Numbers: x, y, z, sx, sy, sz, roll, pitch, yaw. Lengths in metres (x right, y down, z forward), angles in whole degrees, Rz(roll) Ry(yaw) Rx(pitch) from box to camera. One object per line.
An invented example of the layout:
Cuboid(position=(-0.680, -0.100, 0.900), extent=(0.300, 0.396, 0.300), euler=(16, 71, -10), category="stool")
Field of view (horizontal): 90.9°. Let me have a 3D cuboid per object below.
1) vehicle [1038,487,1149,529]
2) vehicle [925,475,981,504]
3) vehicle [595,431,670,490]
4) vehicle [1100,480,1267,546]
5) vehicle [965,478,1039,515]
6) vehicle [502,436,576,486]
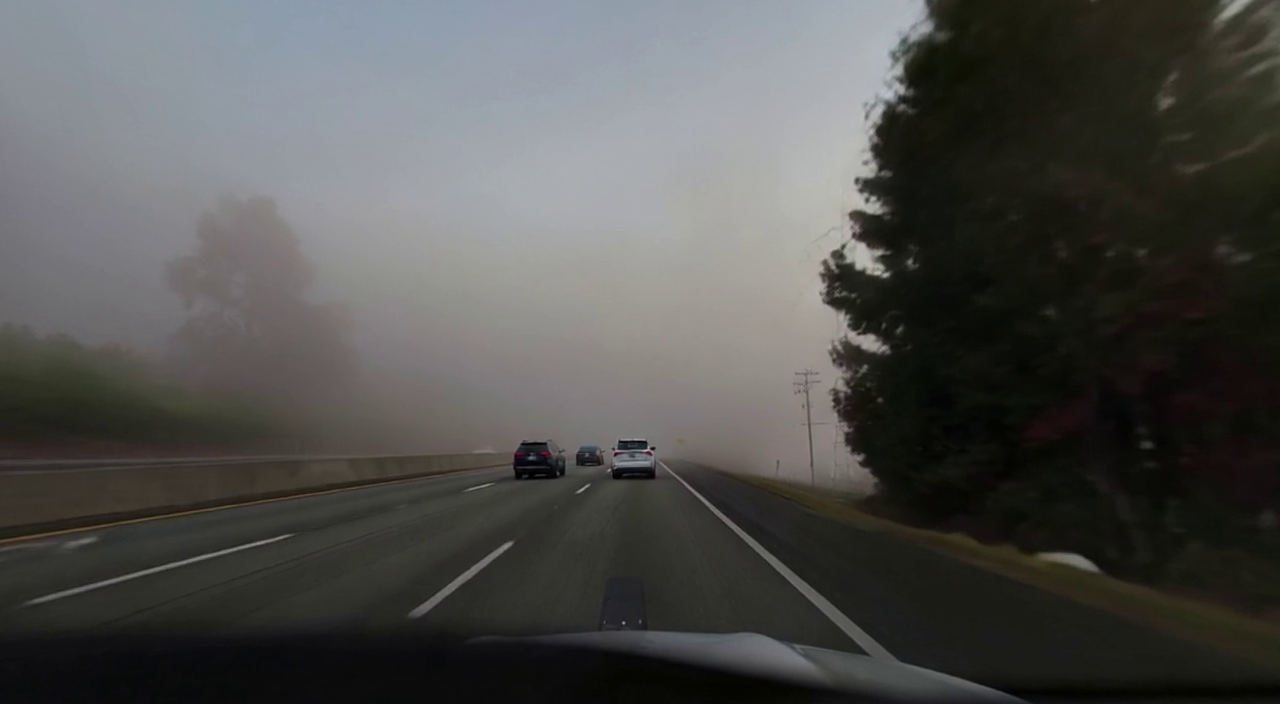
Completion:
Cuboid(position=(20.151, 6.933, 28.300), extent=(1.801, 1.469, 4.315), euler=(-3, -11, 2), category="vehicle")
Cuboid(position=(21.515, 9.435, 43.526), extent=(1.820, 1.768, 4.621), euler=(-3, -11, 5), category="vehicle")
Cuboid(position=(-0.244, 3.701, 21.854), extent=(2.319, 1.813, 4.274), euler=(0, -8, 0), category="vehicle")
Cuboid(position=(18.500, 5.463, 21.820), extent=(1.965, 1.761, 4.363), euler=(-1, -9, 3), category="vehicle")
Cuboid(position=(19.882, 7.912, 34.807), extent=(1.832, 1.624, 4.158), euler=(-1, -9, 4), category="vehicle")
Cuboid(position=(-3.853, 4.236, 24.882), extent=(2.104, 1.754, 4.515), euler=(0, -8, 1), category="vehicle")
